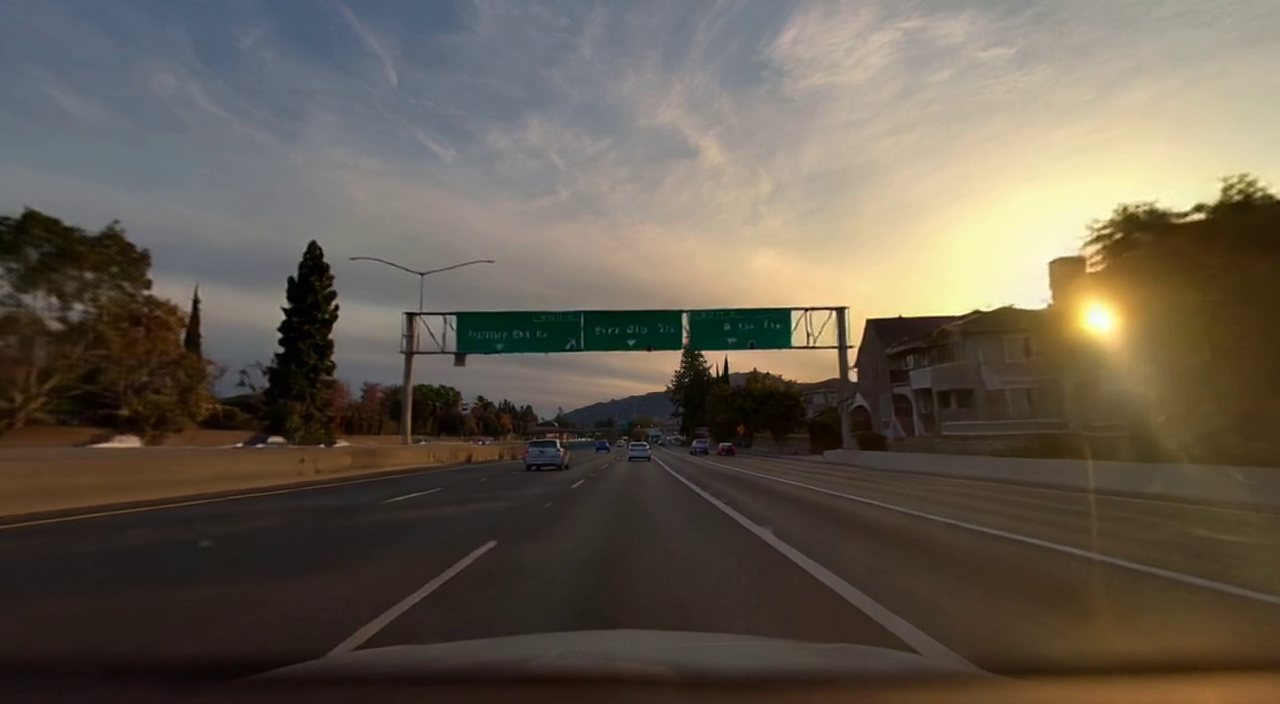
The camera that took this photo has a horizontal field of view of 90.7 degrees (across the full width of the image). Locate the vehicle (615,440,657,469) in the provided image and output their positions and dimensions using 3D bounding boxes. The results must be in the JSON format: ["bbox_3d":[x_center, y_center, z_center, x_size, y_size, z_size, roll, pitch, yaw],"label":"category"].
[{"bbox_3d":[-0.241,5.624,34.827,2.146,1.485,4.332,0,-8,-1],"label":"vehicle"}]

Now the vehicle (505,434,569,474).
[{"bbox_3d":[-4.689,4.710,29.467,2.260,1.706,4.177,0,-8,0],"label":"vehicle"}]
